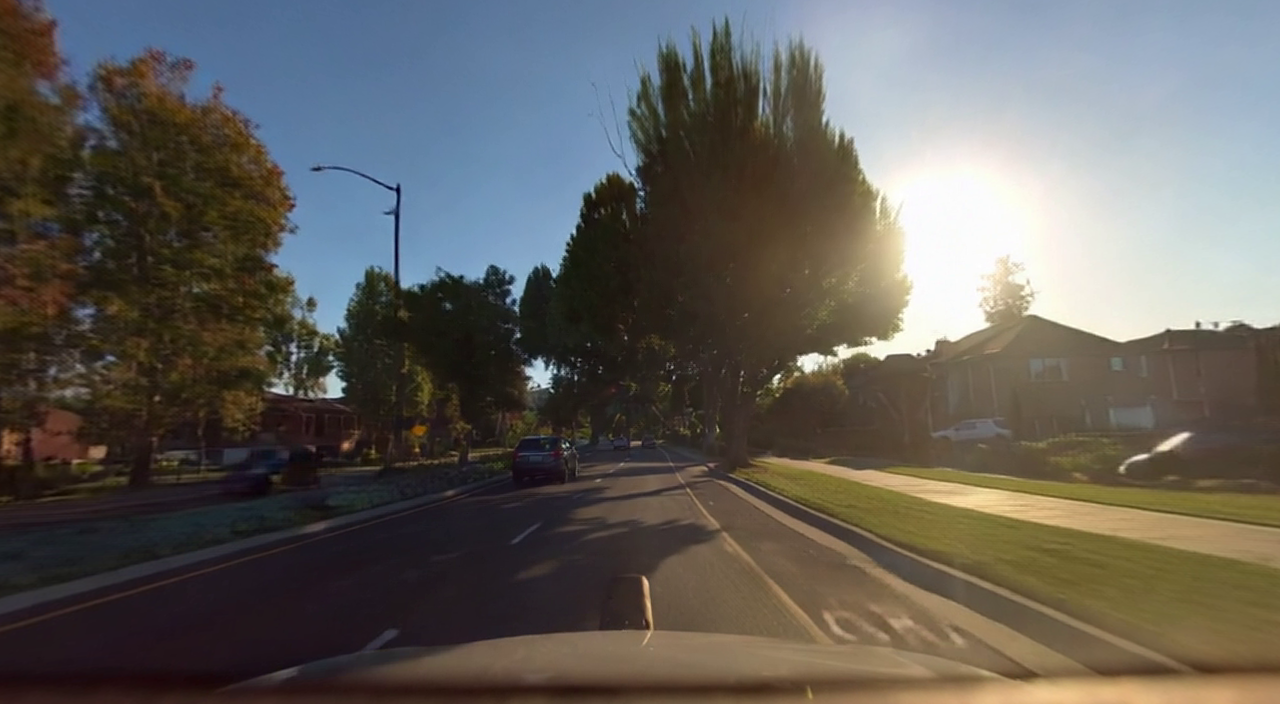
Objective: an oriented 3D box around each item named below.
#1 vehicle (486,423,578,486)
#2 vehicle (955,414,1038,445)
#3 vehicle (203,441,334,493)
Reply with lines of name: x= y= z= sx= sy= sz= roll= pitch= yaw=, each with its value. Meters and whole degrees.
vehicle: x=-3.310 y=3.244 z=20.263 sx=2.073 sy=1.770 sz=4.302 roll=0 pitch=-8 yaw=2
vehicle: x=18.335 y=4.046 z=32.707 sx=1.939 sy=1.477 sz=5.129 roll=-1 pitch=-8 yaw=8
vehicle: x=-11.715 y=3.609 z=20.210 sx=1.740 sy=1.476 sz=3.850 roll=0 pitch=-8 yaw=1
